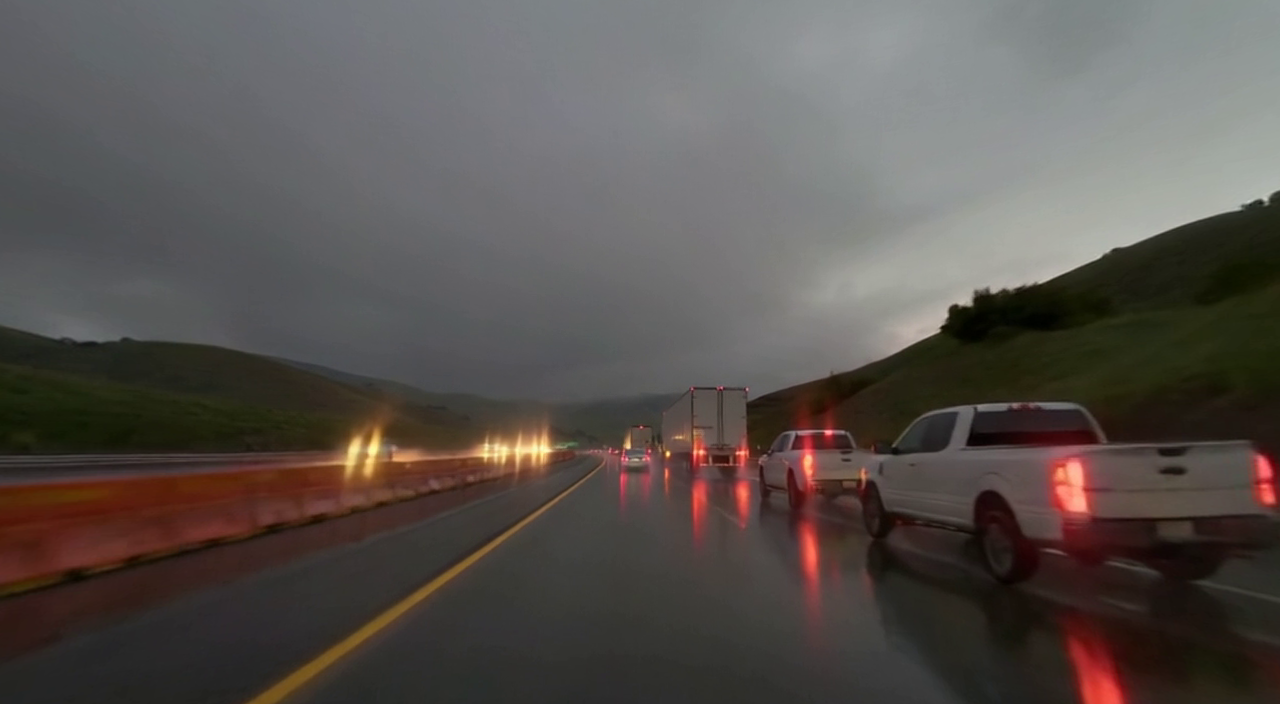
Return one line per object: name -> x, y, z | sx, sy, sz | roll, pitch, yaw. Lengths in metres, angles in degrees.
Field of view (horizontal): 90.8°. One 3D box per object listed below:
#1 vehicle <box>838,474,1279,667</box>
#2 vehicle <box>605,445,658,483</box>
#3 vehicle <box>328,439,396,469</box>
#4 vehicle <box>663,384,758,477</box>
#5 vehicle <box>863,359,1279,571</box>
vehicle -> 4.028, 1.866, 6.598 | 2.129, 0.956, 5.390 | 0, -9, -1
vehicle -> -0.394, 4.593, 26.162 | 2.029, 1.437, 3.794 | 0, -9, -2
vehicle -> -15.581, 5.749, 35.620 | 1.984, 1.558, 4.164 | 0, -9, -1
vehicle -> 3.392, 4.602, 35.230 | 2.911, 4.099, 14.578 | 0, -9, -3
vehicle -> 4.069, 1.104, 6.543 | 1.873, 1.465, 4.264 | 0, -9, -1
